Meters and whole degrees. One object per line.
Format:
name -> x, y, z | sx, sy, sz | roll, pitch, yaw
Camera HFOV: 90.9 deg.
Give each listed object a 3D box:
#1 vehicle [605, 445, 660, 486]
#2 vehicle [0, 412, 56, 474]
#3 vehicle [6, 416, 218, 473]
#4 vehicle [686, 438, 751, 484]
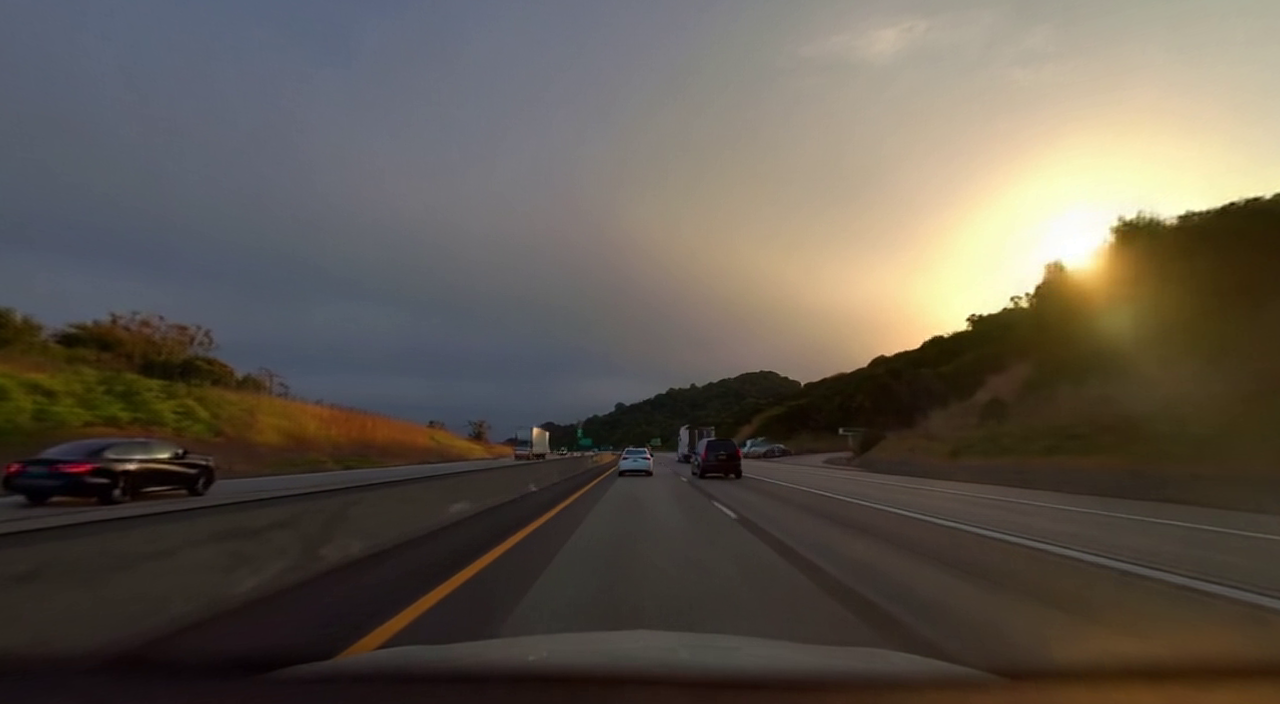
vehicle -> -0.294, 4.368, 24.431 | 1.970, 1.441, 3.846 | 0, -9, -1
vehicle -> -35.487, 5.057, 34.981 | 2.857, 3.275, 3.008 | 0, -9, 1
vehicle -> -35.528, 6.512, 43.820 | 2.733, 3.285, 14.018 | 0, -9, 0
vehicle -> 3.145, 4.483, 26.153 | 2.048, 1.704, 4.284 | 0, -9, -1
